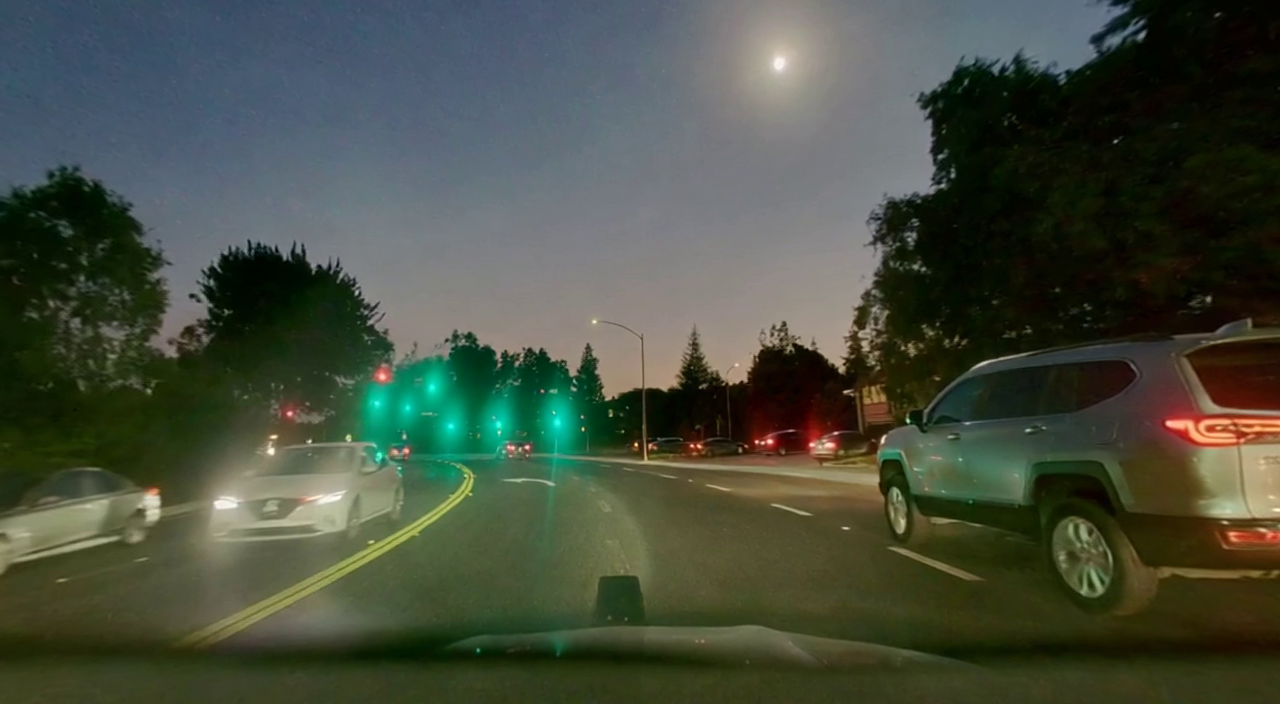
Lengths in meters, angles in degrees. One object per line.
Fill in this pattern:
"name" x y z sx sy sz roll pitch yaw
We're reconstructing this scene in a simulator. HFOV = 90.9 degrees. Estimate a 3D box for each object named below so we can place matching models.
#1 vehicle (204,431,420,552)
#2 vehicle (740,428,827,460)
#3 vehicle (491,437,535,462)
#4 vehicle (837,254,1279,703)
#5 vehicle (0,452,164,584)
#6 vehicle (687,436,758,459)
"vehicle" -5.131 2.183 10.578 1.950 1.588 3.929 1 -9 -8
"vehicle" 8.615 5.576 38.026 4.656 1.710 1.950 0 -9 -16
"vehicle" -9.405 7.141 46.425 2.138 1.729 4.178 4 -10 -27
"vehicle" 3.810 0.991 5.429 2.338 2.063 5.592 0 -8 -1
"vehicle" -8.440 2.012 7.744 1.984 1.472 4.600 1 -9 -7
"vehicle" 5.699 6.613 43.695 4.426 1.461 1.996 3 -9 -24
